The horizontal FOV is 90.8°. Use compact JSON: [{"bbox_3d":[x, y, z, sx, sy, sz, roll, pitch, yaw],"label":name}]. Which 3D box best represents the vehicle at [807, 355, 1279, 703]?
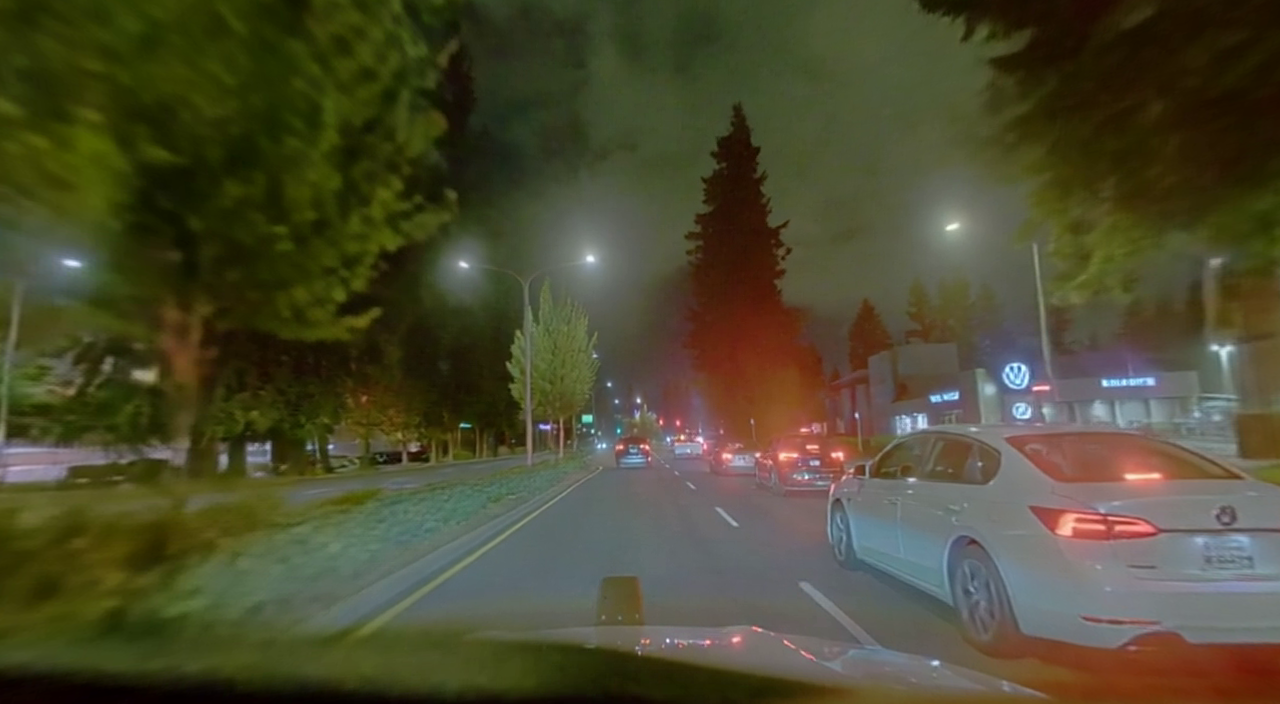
[{"bbox_3d":[3.013,1.166,4.902,2.153,1.658,4.485,0,-9,-1],"label":"vehicle"}]

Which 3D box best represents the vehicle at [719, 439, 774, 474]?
[{"bbox_3d":[4.820,4.806,29.236,1.883,1.452,4.258,0,-9,1],"label":"vehicle"}]

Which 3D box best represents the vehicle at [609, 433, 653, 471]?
[{"bbox_3d":[-0.424,5.113,32.404,2.106,1.798,4.168,0,-8,0],"label":"vehicle"}]
